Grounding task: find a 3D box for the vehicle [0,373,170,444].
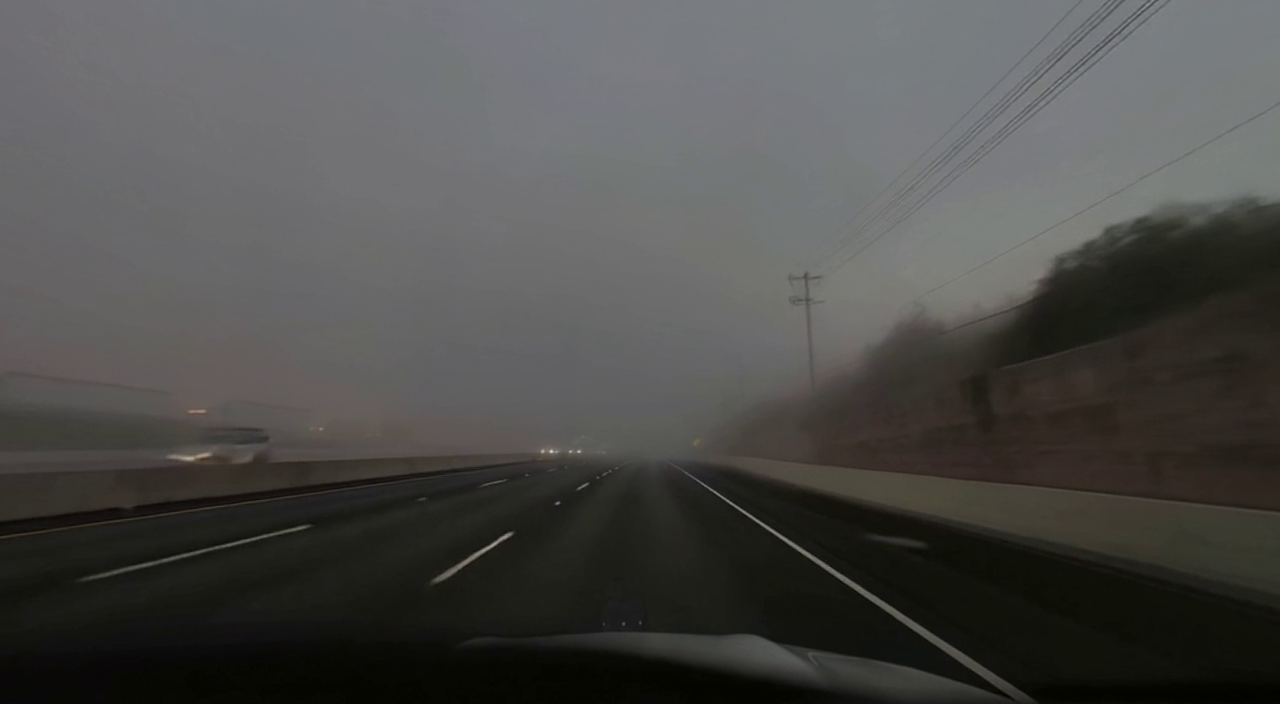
[{"bbox_3d":[-42.086,4.443,46.079,2.772,3.914,15.512,-4,-10,3],"label":"vehicle"}]
